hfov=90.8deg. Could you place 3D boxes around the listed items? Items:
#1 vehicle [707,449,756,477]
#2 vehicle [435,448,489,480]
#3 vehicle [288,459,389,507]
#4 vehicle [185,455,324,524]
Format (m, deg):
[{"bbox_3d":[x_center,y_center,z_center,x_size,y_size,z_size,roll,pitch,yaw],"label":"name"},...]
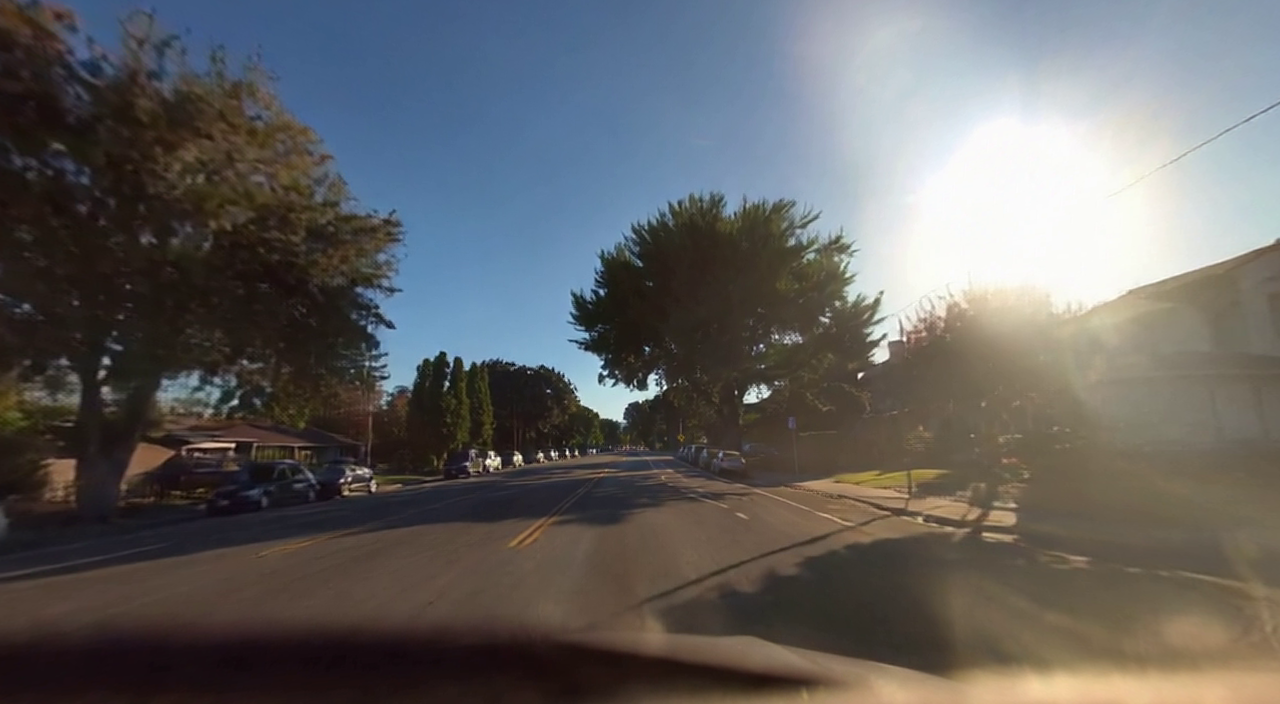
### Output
[{"bbox_3d":[5.003,6.111,35.098,1.923,1.454,4.460,0,-9,-2],"label":"vehicle"},{"bbox_3d":[-12.198,7.742,43.737,2.156,1.935,5.464,-3,-10,0],"label":"vehicle"},{"bbox_3d":[-12.190,5.284,25.889,1.872,1.472,4.719,-6,-9,-1],"label":"vehicle"},{"bbox_3d":[-12.627,4.460,21.056,1.988,1.741,4.379,-7,-9,-1],"label":"vehicle"}]
